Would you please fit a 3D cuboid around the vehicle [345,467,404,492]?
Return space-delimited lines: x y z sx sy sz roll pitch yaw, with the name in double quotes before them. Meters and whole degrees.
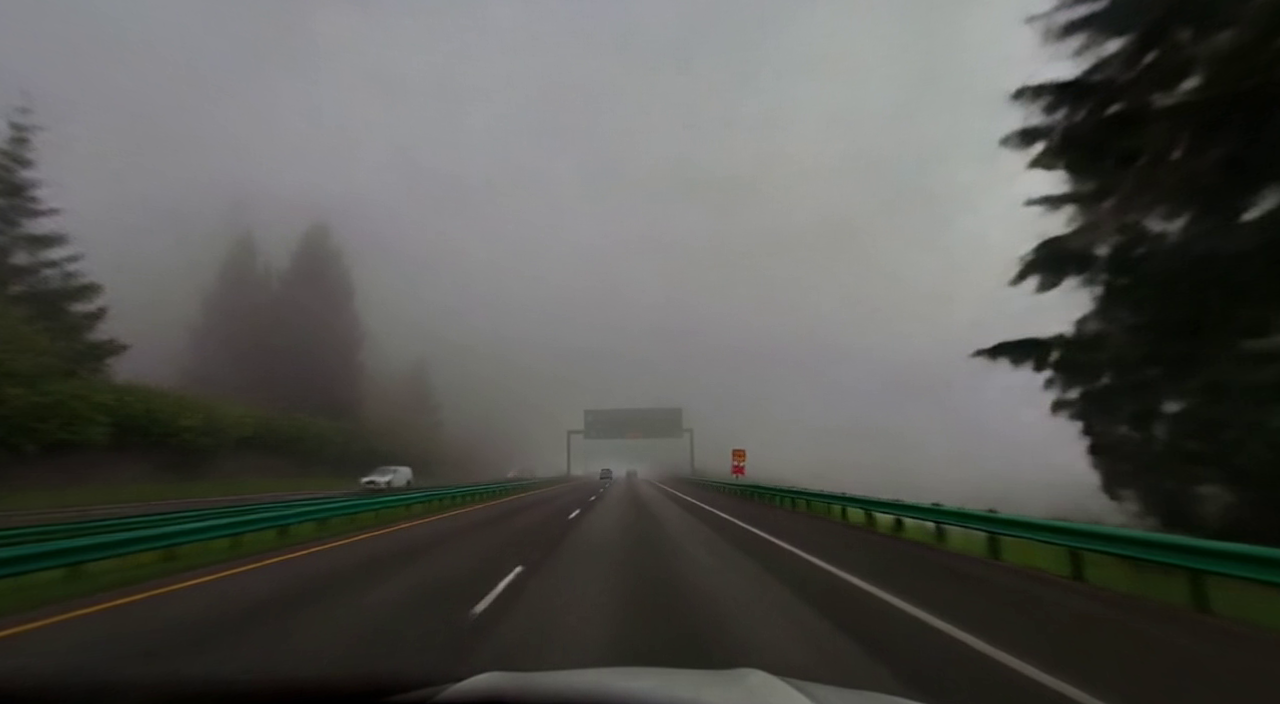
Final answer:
"vehicle" -16.815 8.115 40.153 1.897 1.465 4.352 1 -11 -1
